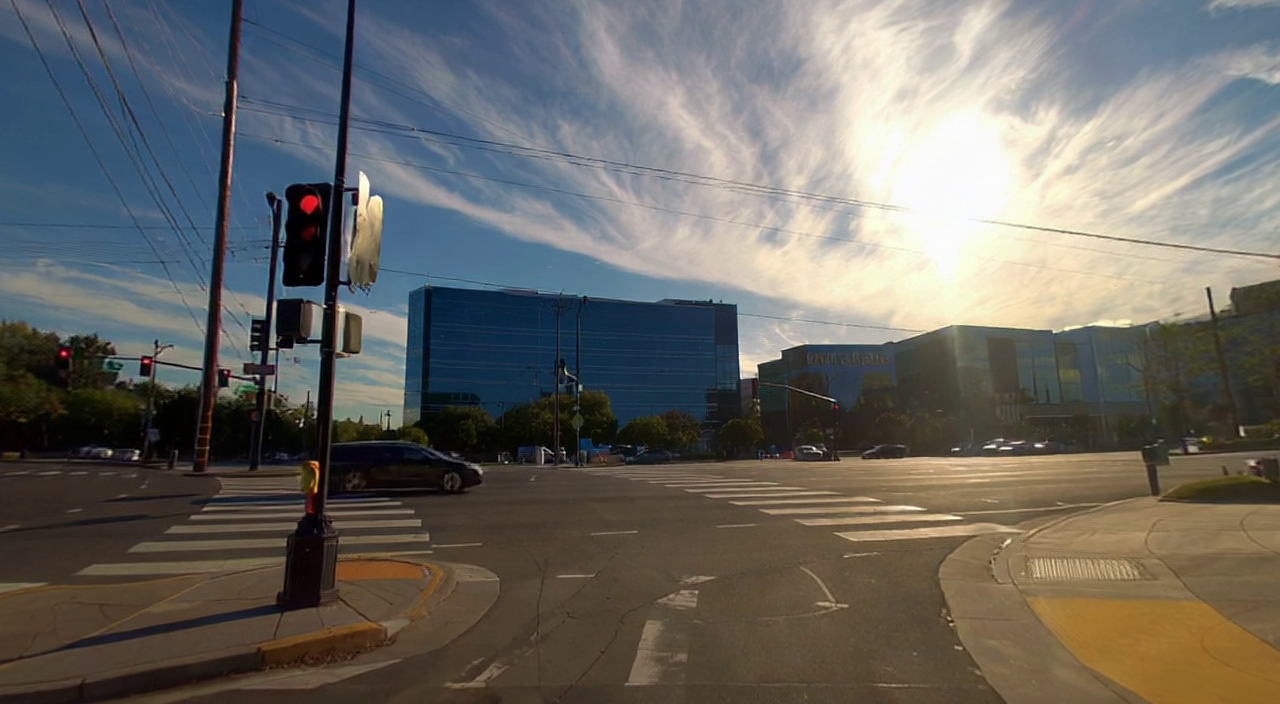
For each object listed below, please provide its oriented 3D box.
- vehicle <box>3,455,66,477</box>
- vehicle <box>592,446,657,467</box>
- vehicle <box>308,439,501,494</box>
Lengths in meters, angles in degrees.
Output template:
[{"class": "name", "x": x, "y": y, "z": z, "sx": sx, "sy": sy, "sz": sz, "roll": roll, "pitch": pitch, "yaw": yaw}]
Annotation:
[{"class": "vehicle", "x": -46.368, "y": 8.680, "z": 48.474, "sx": 2.058, "sy": 1.487, "sz": 4.660, "roll": 4, "pitch": -9, "yaw": -26}, {"class": "vehicle", "x": -1.139, "y": 7.549, "z": 45.817, "sx": 4.391, "sy": 1.451, "sz": 1.717, "roll": 4, "pitch": -9, "yaw": -26}, {"class": "vehicle", "x": -6.614, "y": 3.264, "z": 18.220, "sx": 4.700, "sy": 1.479, "sz": 2.095, "roll": 0, "pitch": -8, "yaw": 0}]
